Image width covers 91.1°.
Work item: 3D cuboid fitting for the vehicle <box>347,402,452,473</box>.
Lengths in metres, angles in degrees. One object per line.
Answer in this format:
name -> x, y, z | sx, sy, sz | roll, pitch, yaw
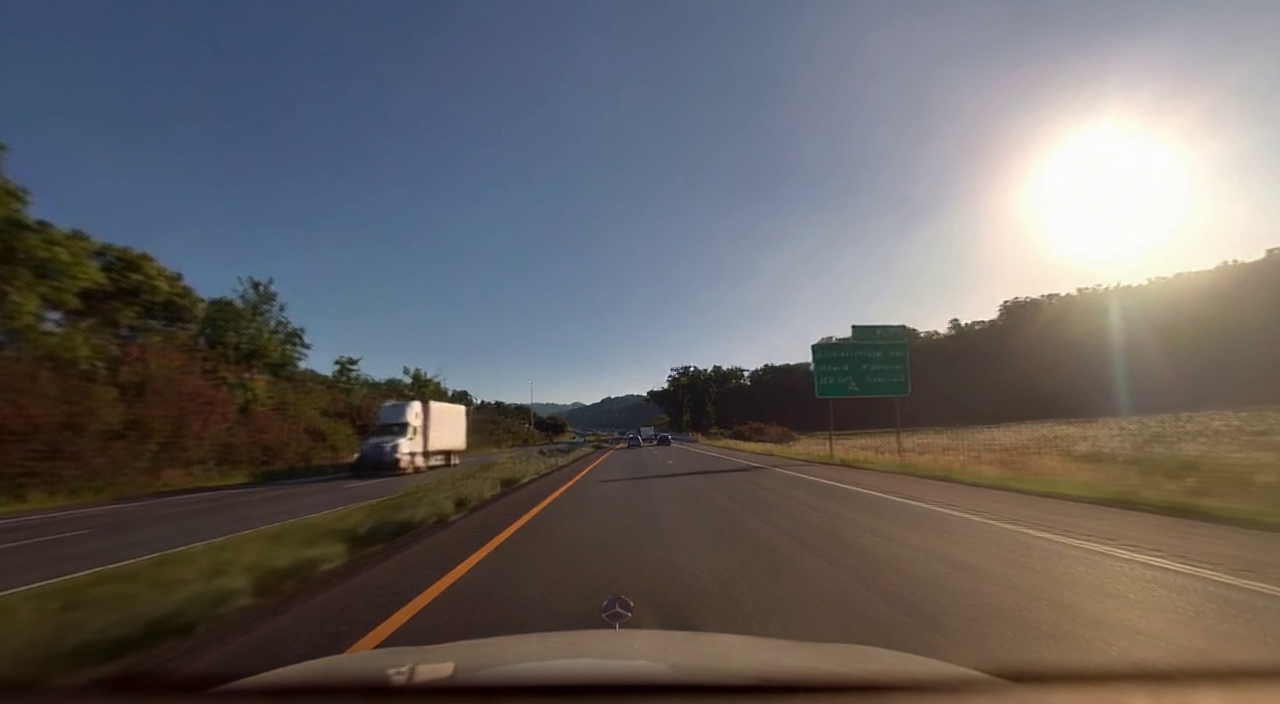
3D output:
vehicle -> -12.477, 4.527, 33.439 | 2.770, 3.343, 7.147 | 0, -8, -1
